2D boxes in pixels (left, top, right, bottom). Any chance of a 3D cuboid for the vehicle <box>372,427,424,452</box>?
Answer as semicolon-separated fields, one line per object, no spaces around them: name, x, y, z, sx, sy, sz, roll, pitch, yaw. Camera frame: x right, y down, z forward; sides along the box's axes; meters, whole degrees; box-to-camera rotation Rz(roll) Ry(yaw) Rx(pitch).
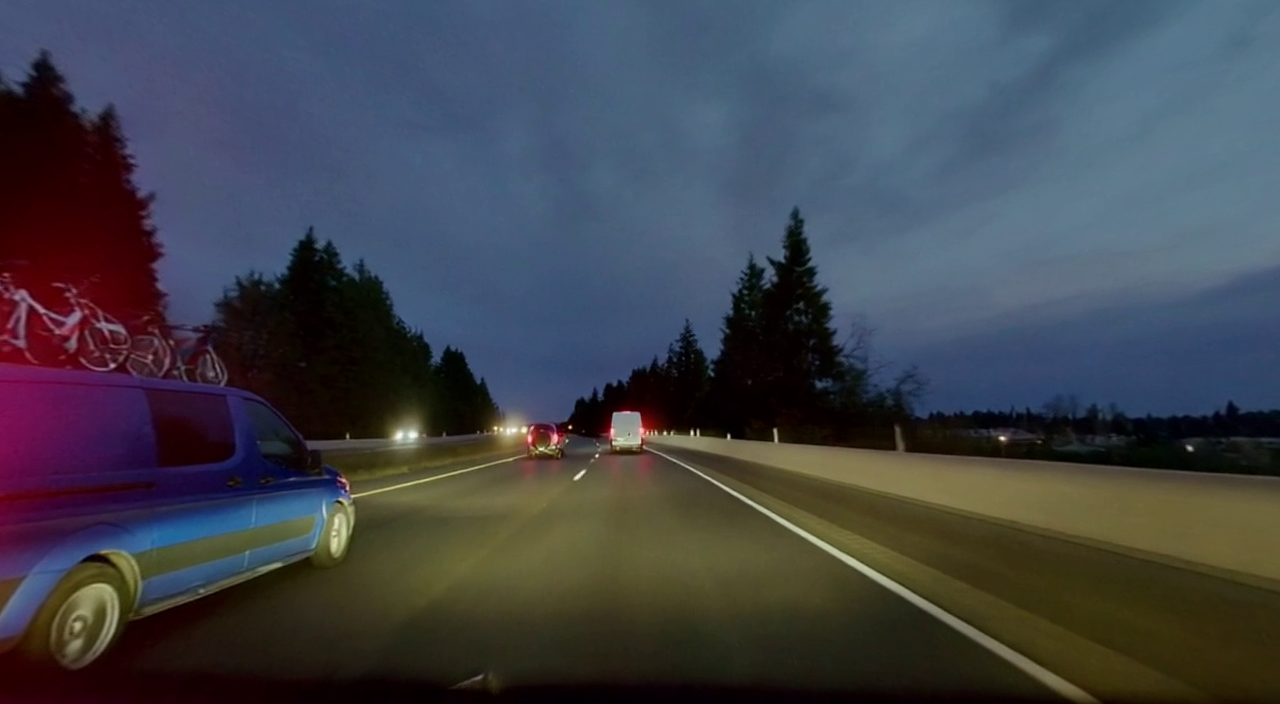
vehicle;-17.417;6.331;45.631;1.896;1.674;4.911;0;-8;-1

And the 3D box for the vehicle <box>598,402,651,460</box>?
vehicle;-0.905;4.380;34.710;2.647;2.896;6.480;0;-8;-2

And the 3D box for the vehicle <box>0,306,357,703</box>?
vehicle;-3.672;0.830;3.545;2.069;1.751;4.720;0;-8;-2

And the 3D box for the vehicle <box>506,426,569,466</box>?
vehicle;-4.434;4.139;28.041;2.110;1.636;4.453;0;-8;-1
